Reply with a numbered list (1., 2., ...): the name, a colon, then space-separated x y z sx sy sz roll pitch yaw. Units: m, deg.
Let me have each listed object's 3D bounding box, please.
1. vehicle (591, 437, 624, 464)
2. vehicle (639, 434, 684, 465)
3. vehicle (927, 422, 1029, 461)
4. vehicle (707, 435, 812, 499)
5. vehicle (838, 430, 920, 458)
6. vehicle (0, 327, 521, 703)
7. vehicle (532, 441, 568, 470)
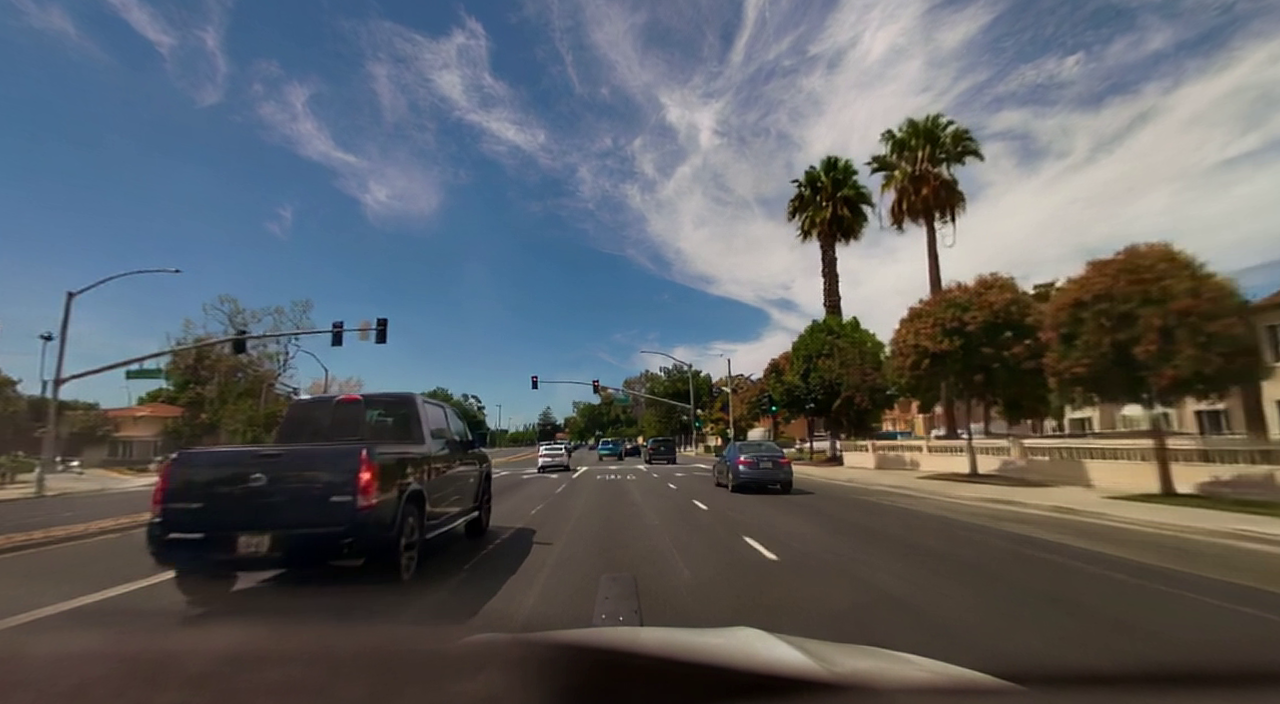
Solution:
1. vehicle: -2.468 7.253 46.687 2.164 1.867 4.254 1 -8 -6
2. vehicle: 1.401 6.747 43.851 2.391 1.960 5.600 0 -8 -5
3. vehicle: 16.698 4.465 31.548 2.058 1.766 4.563 1 -8 -9
4. vehicle: 3.079 3.055 17.170 1.870 1.491 4.009 0 -8 -3
5. vehicle: 16.042 6.185 42.546 4.691 1.626 1.943 -2 -7 -9
6. vehicle: -2.968 1.292 6.335 2.354 1.948 6.355 0 -8 0
7. vehicle: -5.092 5.877 36.149 1.864 1.505 4.202 1 -8 -5
